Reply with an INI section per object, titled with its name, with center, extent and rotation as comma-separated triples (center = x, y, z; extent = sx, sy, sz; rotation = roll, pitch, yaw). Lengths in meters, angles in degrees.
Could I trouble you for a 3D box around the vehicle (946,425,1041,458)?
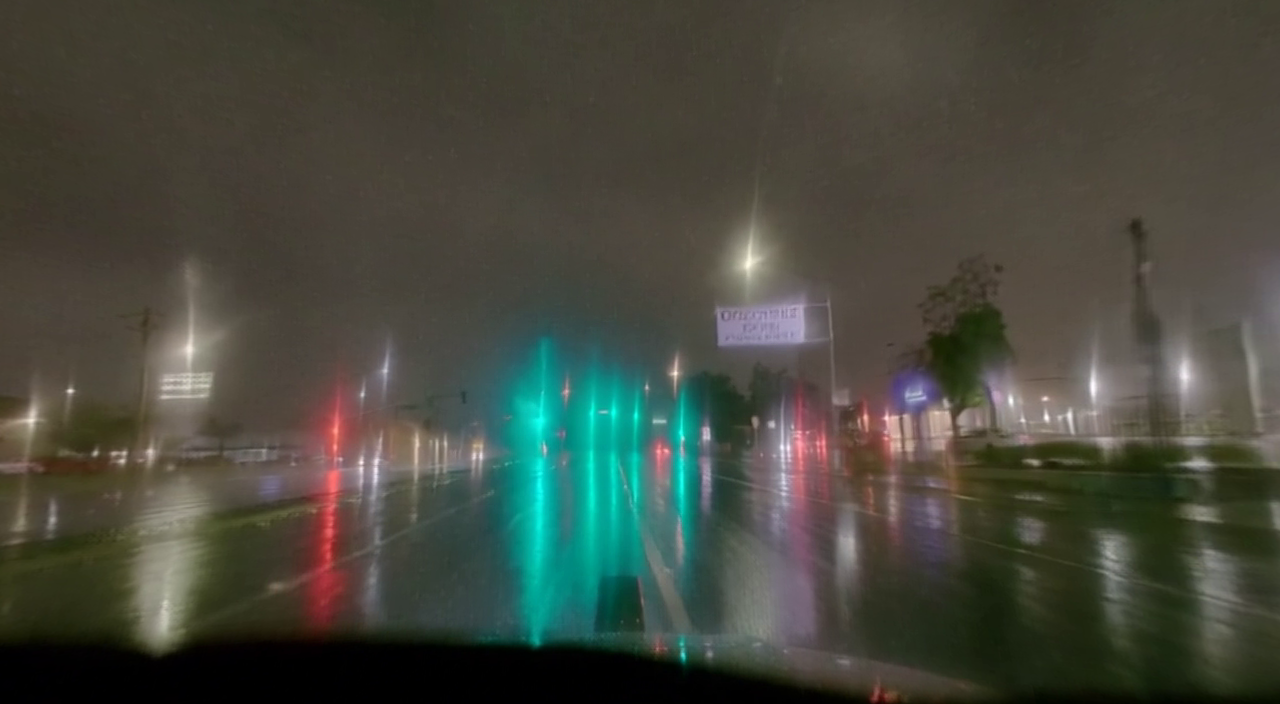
[vehicle]
center = 16.973, 4.337, 30.611
extent = 1.812, 1.467, 4.411
rotation = 0, -8, -4
